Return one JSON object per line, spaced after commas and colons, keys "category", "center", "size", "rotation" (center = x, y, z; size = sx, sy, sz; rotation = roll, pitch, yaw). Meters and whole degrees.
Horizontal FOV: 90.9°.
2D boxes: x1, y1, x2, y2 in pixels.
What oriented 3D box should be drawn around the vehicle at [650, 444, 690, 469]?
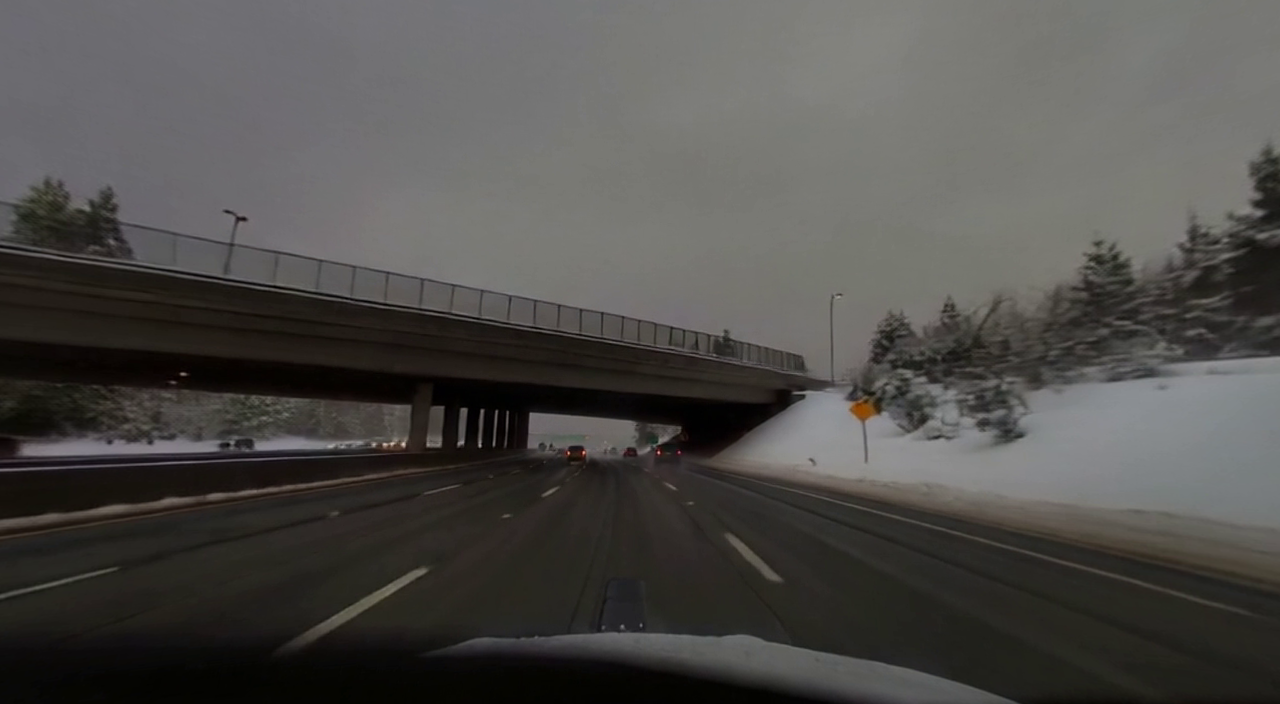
{"category": "vehicle", "center": [1.851, 6.689, 40.586], "size": [2.059, 1.509, 4.670], "rotation": [0, -8, -4]}
